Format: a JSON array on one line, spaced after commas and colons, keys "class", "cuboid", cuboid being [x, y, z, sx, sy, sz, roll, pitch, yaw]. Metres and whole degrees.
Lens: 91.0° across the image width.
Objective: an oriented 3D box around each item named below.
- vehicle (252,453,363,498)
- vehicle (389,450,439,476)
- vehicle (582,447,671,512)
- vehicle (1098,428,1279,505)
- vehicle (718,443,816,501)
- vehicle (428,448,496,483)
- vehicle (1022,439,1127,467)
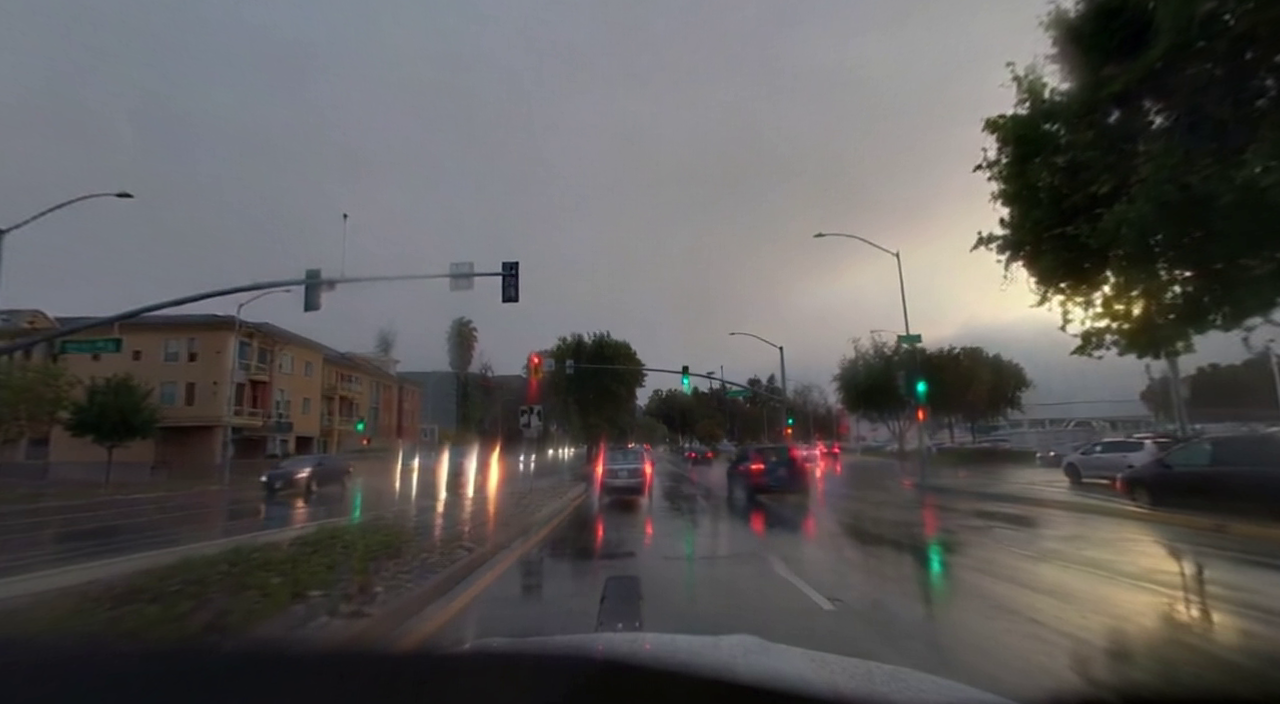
[{"class": "vehicle", "cuboid": [-12.362, 4.579, 23.720, 1.904, 1.475, 4.068, 0, -9, 1]}, {"class": "vehicle", "cuboid": [-15.996, 7.842, 44.684, 1.922, 1.717, 4.366, 0, -9, 0]}, {"class": "vehicle", "cuboid": [-0.326, 3.182, 16.248, 2.010, 1.447, 4.121, 0, -9, -1]}, {"class": "vehicle", "cuboid": [13.059, 2.582, 14.563, 1.887, 1.504, 3.898, 0, -9, -2]}, {"class": "vehicle", "cuboid": [3.616, 3.478, 18.673, 2.023, 1.506, 3.816, 0, -9, -1]}, {"class": "vehicle", "cuboid": [-8.571, 5.460, 30.675, 1.966, 1.571, 4.479, 0, -9, 1]}, {"class": "vehicle", "cuboid": [25.973, 6.042, 37.781, 4.665, 1.612, 1.937, -1, -9, 8]}]
